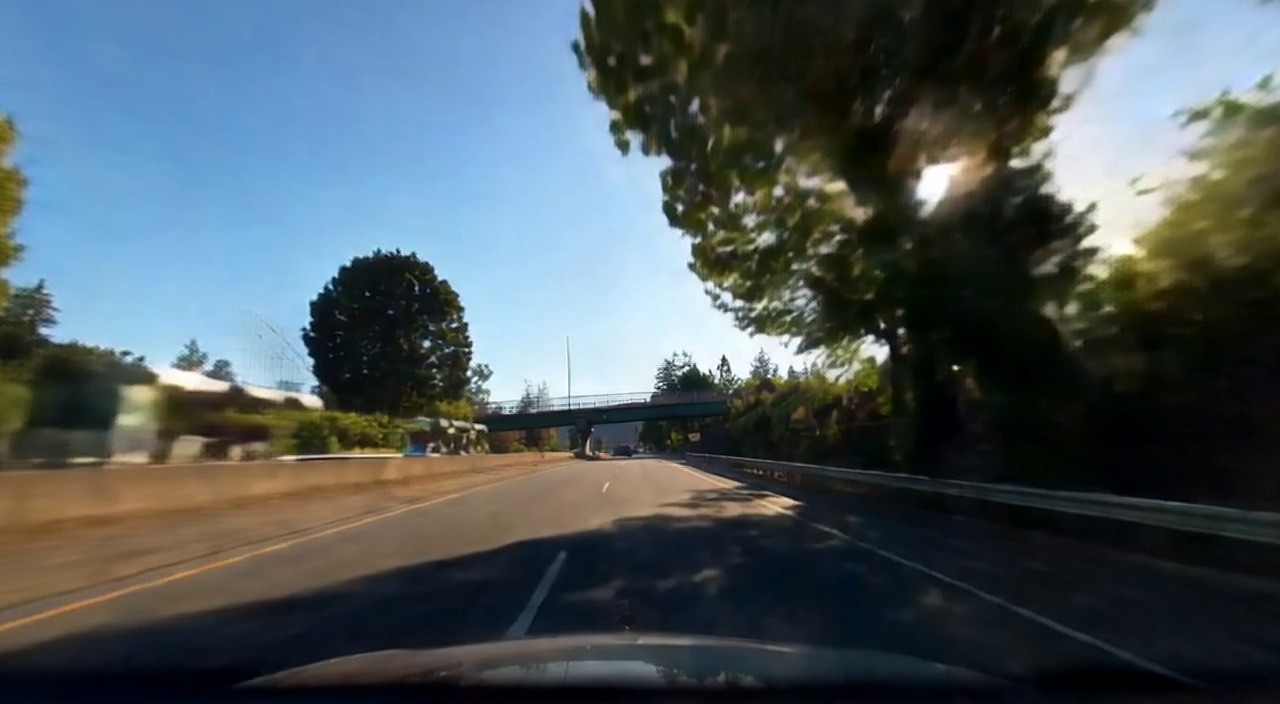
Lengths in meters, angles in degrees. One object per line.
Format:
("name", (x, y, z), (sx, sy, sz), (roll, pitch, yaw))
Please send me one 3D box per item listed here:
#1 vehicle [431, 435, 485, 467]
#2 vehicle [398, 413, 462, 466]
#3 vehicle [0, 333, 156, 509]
("vehicle", (-11.959, 6.574, 41.808), (2.118, 1.943, 5.285), (0, -9, -1))
("vehicle", (-16.492, 7.008, 49.951), (3.008, 3.916, 5.886), (0, -9, -1))
("vehicle", (-16.242, 1.856, 16.232), (2.910, 4.025, 5.493), (0, -9, -1))
